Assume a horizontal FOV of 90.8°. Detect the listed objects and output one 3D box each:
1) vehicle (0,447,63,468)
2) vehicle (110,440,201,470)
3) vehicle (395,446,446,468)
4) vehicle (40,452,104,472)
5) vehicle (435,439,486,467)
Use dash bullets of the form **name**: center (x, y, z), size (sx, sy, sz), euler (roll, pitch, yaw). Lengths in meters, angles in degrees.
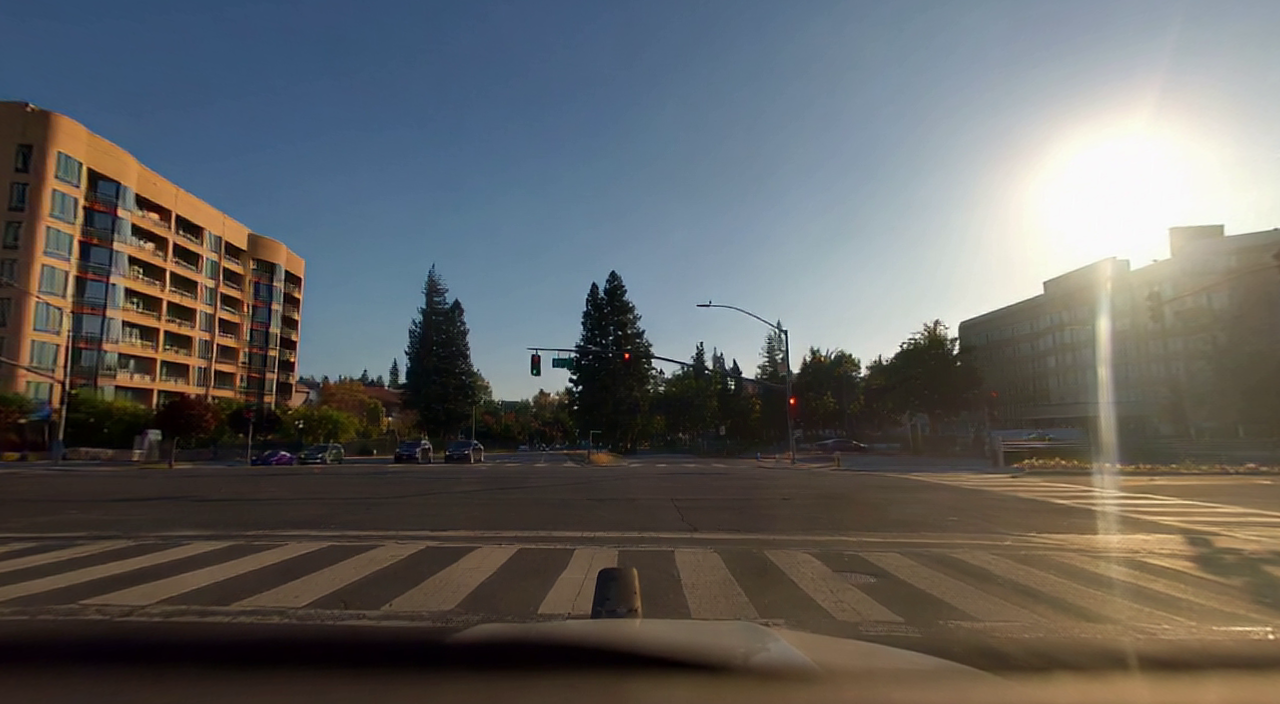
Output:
- **vehicle**: center (-45.245, 7.762, 46.619), size (1.858, 1.467, 3.624), euler (0, -8, 1)
- **vehicle**: center (-34.892, 7.416, 45.752), size (2.204, 1.955, 5.518), euler (0, -8, 0)
- **vehicle**: center (-15.490, 7.420, 44.809), size (2.056, 1.450, 4.343), euler (0, -8, 0)
- **vehicle**: center (-41.585, 8.027, 46.335), size (1.552, 1.339, 3.340), euler (-1, -8, -1)
- **vehicle**: center (-11.958, 6.762, 42.370), size (2.080, 1.763, 4.341), euler (0, -8, 1)
